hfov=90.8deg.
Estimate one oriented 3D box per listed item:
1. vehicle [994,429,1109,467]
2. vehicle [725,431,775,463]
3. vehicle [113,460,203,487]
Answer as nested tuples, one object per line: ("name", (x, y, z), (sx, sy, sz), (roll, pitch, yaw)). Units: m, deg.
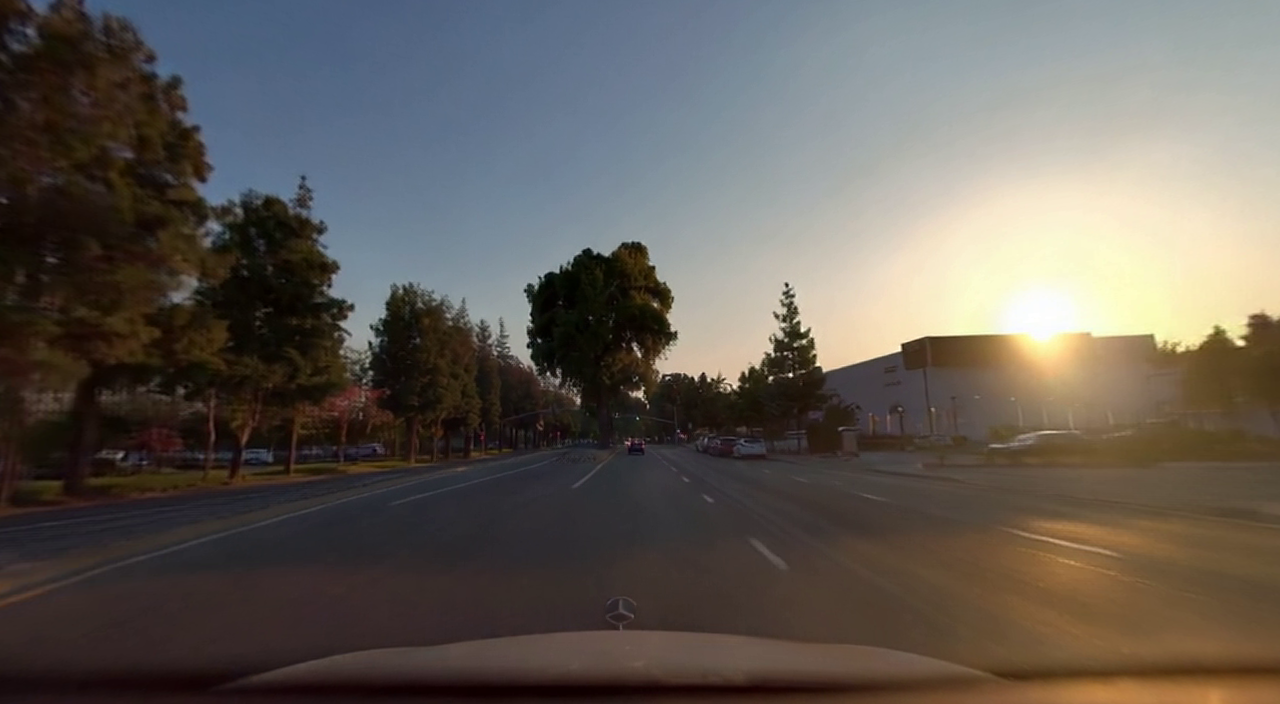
("vehicle", (17.941, 4.184, 27.621), (3.923, 1.575, 1.882), (1, -9, -12))
("vehicle", (6.466, 5.637, 37.667), (1.985, 1.758, 4.523), (0, -8, -2))
("vehicle", (-33.149, 8.366, 43.644), (4.705, 1.627, 2.017), (5, -10, -32))
